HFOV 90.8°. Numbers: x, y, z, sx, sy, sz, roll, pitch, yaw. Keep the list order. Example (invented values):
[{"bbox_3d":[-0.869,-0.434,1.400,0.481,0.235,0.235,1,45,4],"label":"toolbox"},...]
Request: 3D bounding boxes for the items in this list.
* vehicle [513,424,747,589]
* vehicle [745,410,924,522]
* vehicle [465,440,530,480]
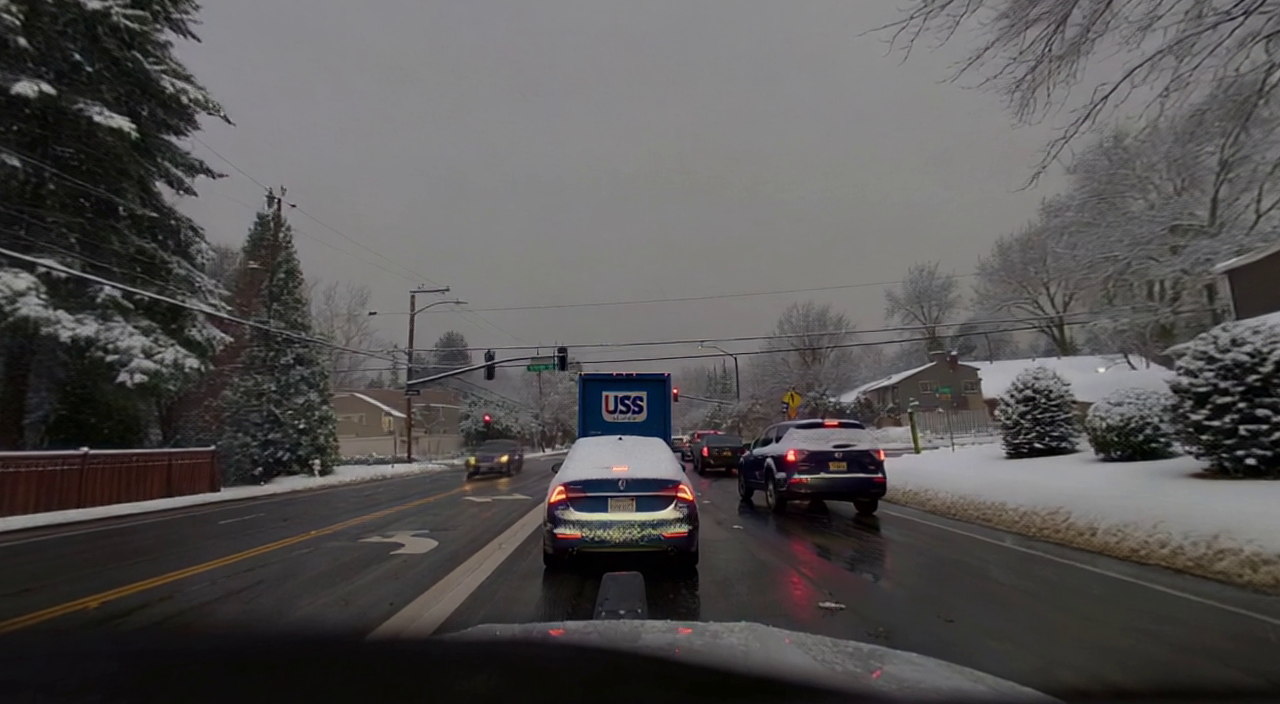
[{"bbox_3d":[-0.147,1.721,7.934,2.135,1.483,4.207,0,-8,-2],"label":"vehicle"},{"bbox_3d":[3.605,2.229,12.807,2.145,1.847,4.524,0,-8,-1],"label":"vehicle"},{"bbox_3d":[-6.355,4.865,28.680,1.962,1.640,4.161,0,-8,0],"label":"vehicle"}]
